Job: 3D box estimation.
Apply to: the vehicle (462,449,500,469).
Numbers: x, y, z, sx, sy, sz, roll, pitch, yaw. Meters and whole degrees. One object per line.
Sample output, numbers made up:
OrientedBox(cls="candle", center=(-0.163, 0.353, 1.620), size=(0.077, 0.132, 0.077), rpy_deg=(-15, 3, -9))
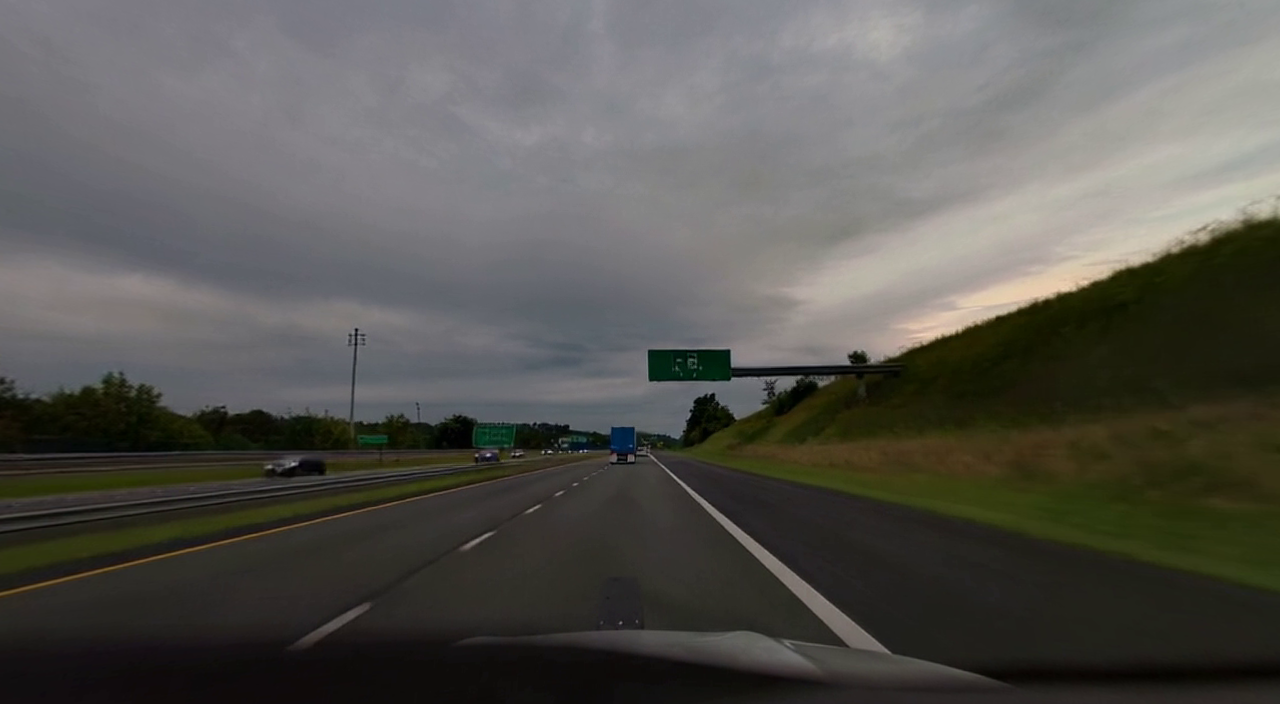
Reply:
OrientedBox(cls="vehicle", center=(-12.112, 8.192, 48.332), size=(1.870, 1.446, 4.016), rpy_deg=(0, -9, 0))

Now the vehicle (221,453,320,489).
OrientedBox(cls="vehicle", center=(-16.327, 5.250, 28.139), size=(1.895, 1.454, 4.010), rpy_deg=(0, -9, 1))
